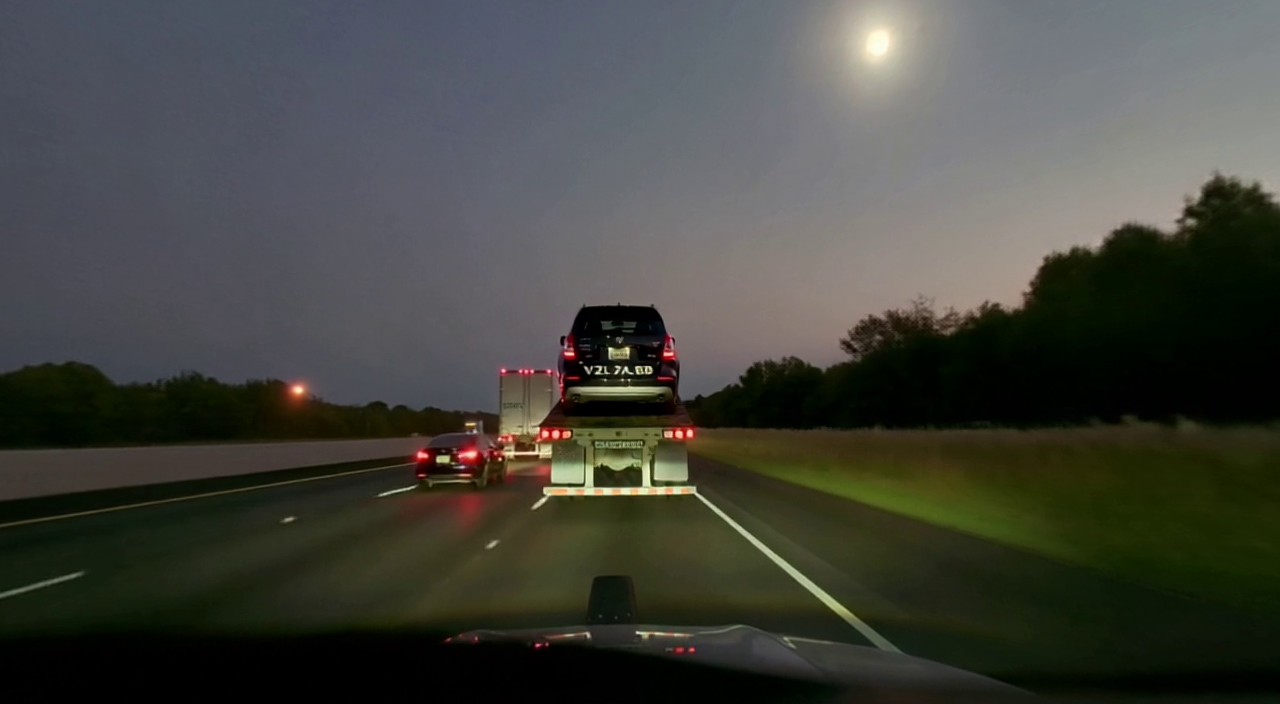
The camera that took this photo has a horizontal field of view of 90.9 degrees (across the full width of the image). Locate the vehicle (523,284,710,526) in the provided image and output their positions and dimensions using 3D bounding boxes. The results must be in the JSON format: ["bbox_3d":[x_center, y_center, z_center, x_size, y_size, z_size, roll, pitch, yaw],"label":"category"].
[{"bbox_3d":[-0.463,1.349,14.050,2.738,3.628,9.223,0,-7,-1],"label":"vehicle"}]

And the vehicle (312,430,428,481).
[{"bbox_3d":[-8.938,3.420,21.377,1.897,1.524,4.790,0,-7,-1],"label":"vehicle"}]

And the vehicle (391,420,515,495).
[{"bbox_3d":[-4.655,2.660,16.415,1.914,1.675,4.331,0,-7,-1],"label":"vehicle"}]
